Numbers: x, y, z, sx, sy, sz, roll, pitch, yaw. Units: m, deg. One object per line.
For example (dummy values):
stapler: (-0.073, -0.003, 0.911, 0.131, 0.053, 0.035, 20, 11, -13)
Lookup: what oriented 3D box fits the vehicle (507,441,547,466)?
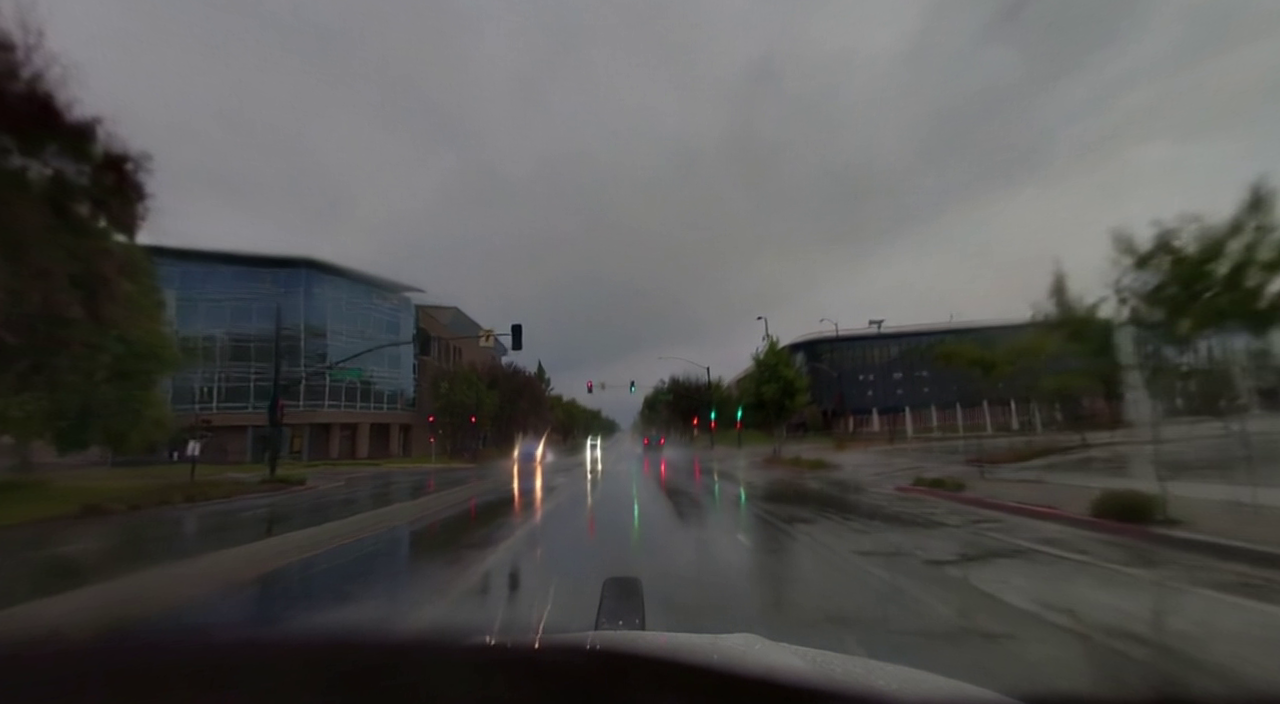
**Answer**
vehicle: (-8.197, 7.415, 46.278, 2.165, 1.685, 4.274, 0, -9, -1)
